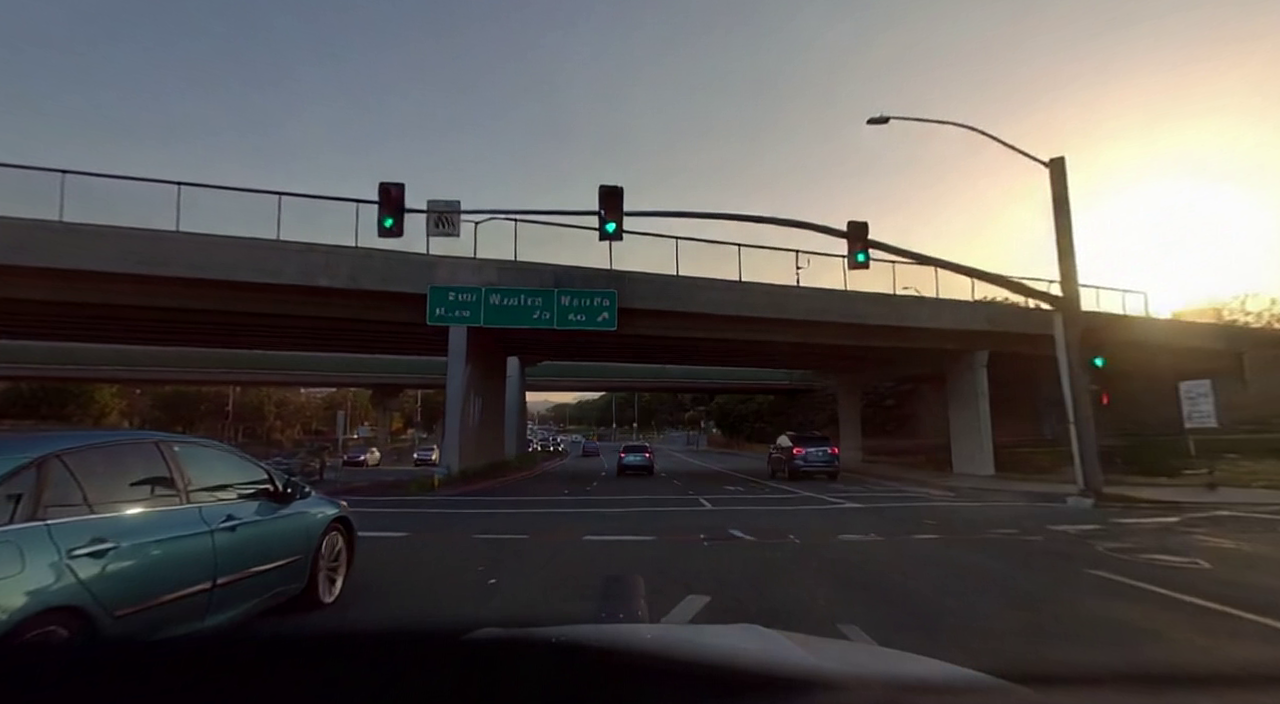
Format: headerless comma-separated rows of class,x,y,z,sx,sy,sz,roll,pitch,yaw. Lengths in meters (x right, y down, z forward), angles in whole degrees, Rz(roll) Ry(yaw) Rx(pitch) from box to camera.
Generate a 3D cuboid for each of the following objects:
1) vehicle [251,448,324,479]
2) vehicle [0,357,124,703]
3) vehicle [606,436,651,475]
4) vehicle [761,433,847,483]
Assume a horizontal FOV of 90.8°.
vehicle,-18.407,5.800,33.236,1.803,1.504,4.708,1,-8,-9
vehicle,-3.104,0.564,0.288,1.880,1.617,4.565,0,-8,0
vehicle,-0.529,5.111,31.353,2.060,1.768,4.681,0,-8,0
vehicle,6.358,4.156,25.099,2.074,1.785,4.320,0,-8,-3
